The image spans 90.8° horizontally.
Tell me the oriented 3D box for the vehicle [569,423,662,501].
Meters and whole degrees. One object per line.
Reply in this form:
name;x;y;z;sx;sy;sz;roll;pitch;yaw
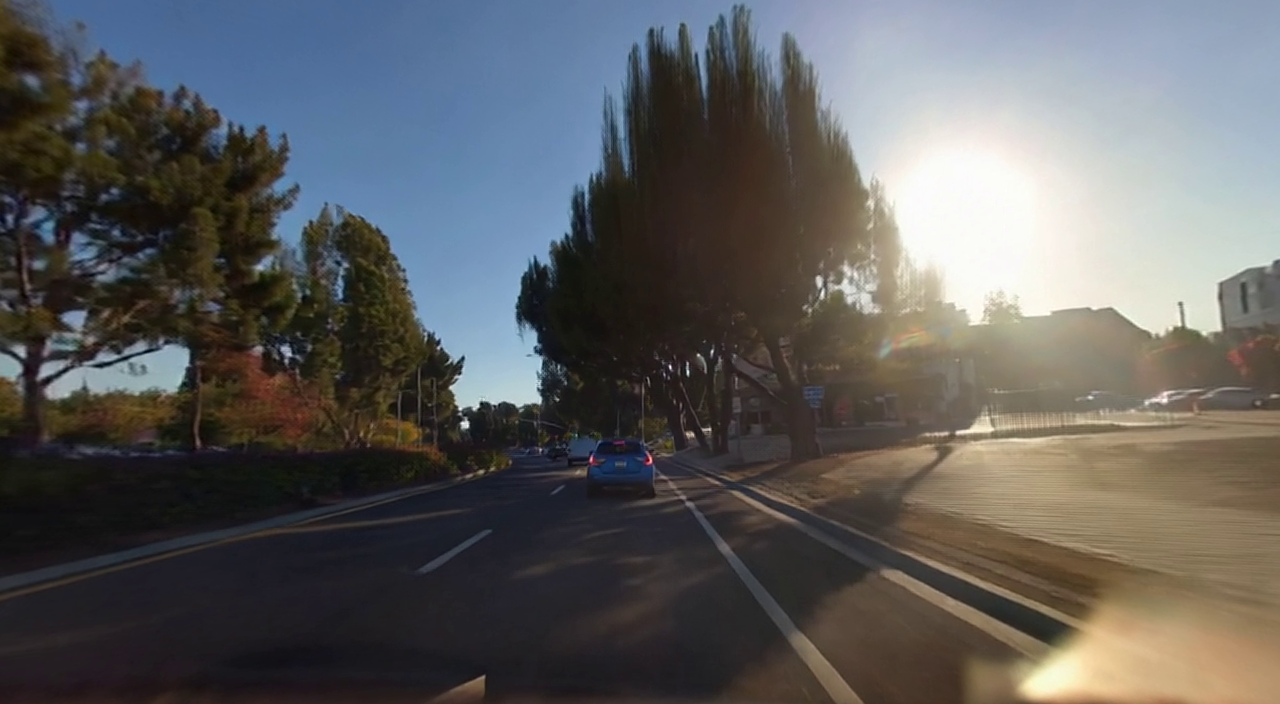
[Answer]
vehicle;-0.591;2.834;16.703;2.131;1.761;4.242;0;-8;-1
